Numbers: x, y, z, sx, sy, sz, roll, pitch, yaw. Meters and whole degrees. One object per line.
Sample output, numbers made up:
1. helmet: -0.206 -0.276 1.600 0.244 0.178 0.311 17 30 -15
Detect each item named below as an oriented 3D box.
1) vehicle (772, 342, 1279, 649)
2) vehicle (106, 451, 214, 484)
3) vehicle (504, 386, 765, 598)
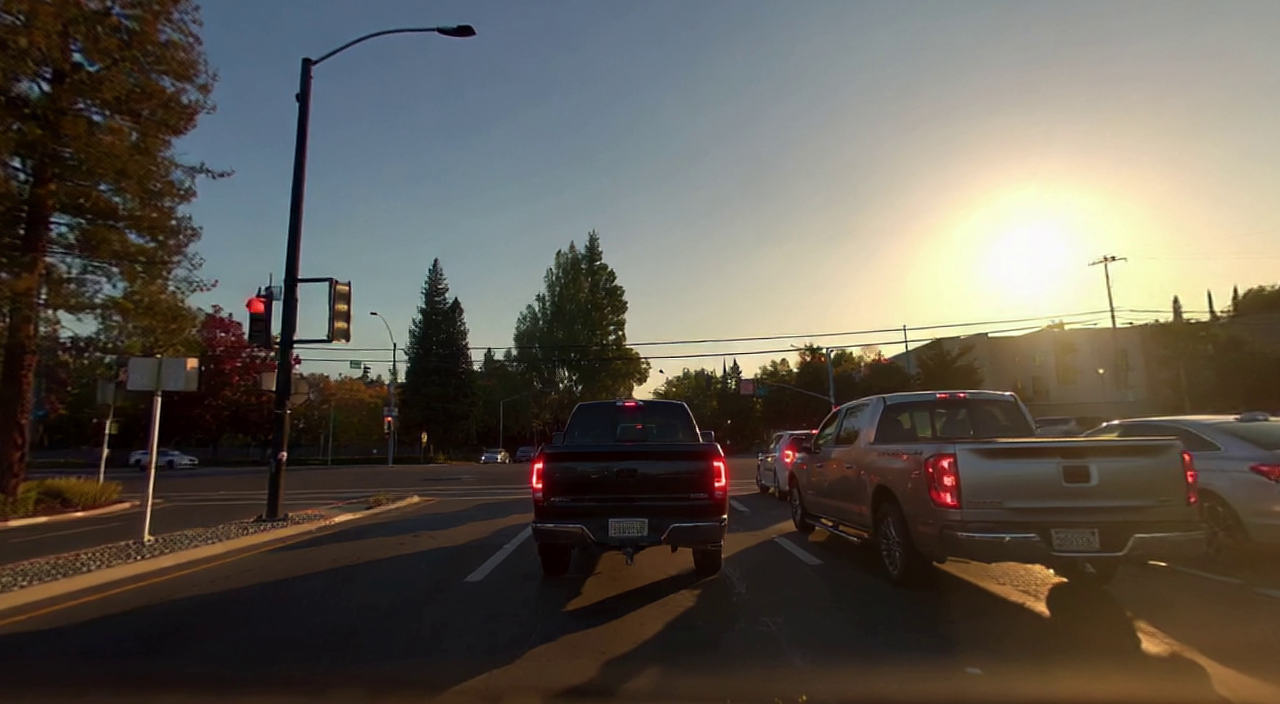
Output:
1. vehicle: 3.312 1.321 6.932 2.412 1.953 5.682 0 -9 -1
2. vehicle: -26.404 6.326 34.993 4.437 1.669 1.936 5 -10 -30
3. vehicle: -0.075 1.574 8.026 2.240 1.821 5.001 0 -9 -1
